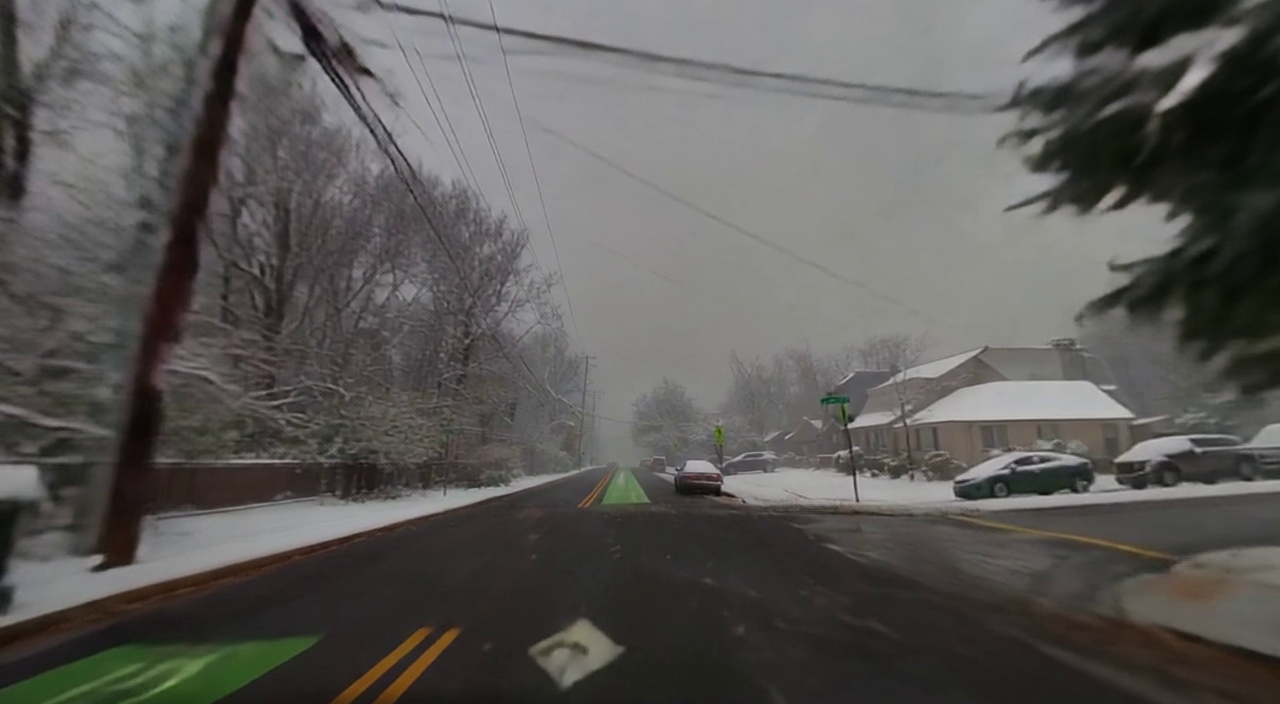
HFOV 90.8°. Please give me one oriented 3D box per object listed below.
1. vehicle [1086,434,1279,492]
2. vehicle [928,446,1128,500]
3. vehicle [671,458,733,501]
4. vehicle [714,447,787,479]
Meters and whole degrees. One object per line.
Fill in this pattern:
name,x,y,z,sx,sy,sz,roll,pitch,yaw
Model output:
vehicle,17.015,3.485,19.783,4.578,1.675,2.010,0,-12,-5
vehicle,11.759,3.742,19.385,4.809,1.494,1.940,0,-13,-3
vehicle,2.582,5.484,27.587,1.989,1.545,5.423,0,-9,-2
vehicle,8.333,8.351,47.827,4.922,1.846,1.941,-5,-8,-6
